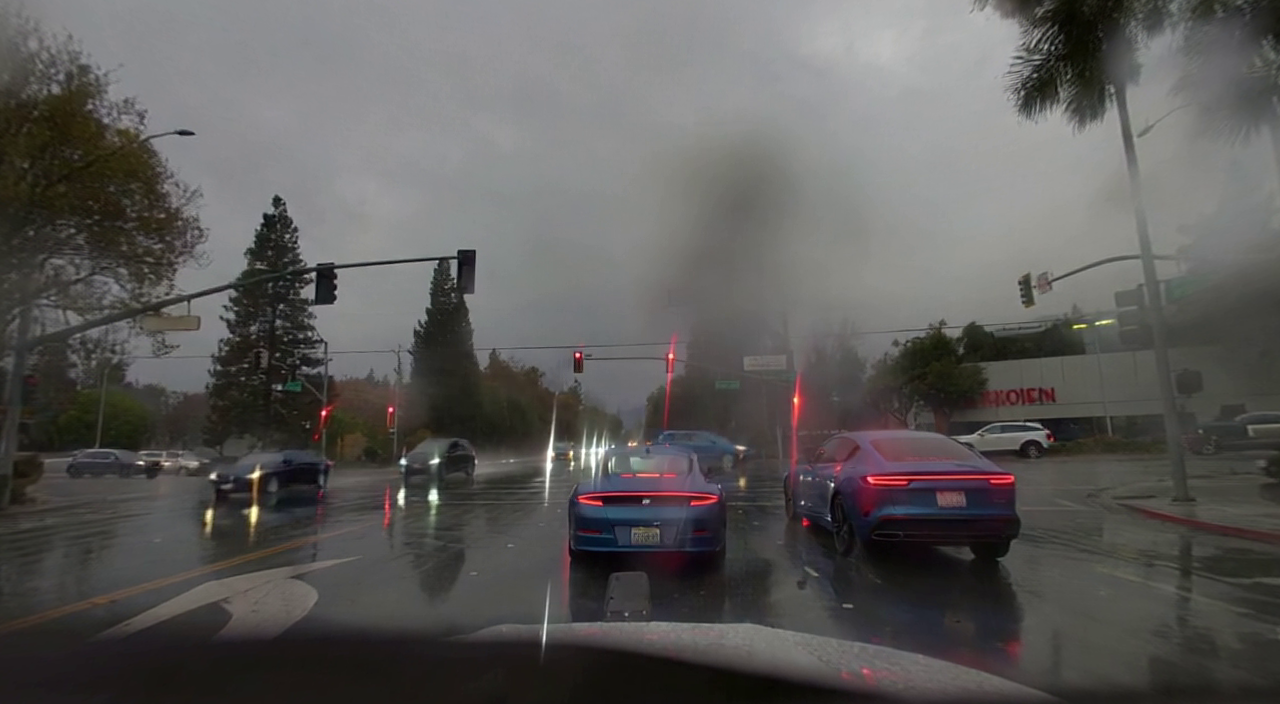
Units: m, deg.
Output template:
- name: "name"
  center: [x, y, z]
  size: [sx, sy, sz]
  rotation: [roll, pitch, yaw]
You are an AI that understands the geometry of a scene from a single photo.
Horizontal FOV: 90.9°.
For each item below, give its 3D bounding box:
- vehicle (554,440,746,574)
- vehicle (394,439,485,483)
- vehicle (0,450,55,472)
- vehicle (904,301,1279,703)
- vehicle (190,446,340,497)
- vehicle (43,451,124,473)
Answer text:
- name: "vehicle"
  center: [0.123, 1.868, 8.394]
  size: [1.945, 1.343, 3.827]
  rotation: [0, -8, 1]
- name: "vehicle"
  center: [-8.215, 4.503, 26.368]
  size: [2.091, 1.651, 4.870]
  rotation: [0, -8, 2]
- name: "vehicle"
  center: [-46.169, 7.959, 46.166]
  size: [4.545, 1.558, 1.833]
  rotation: [0, -8, -4]
- name: "vehicle"
  center: [3.112, 0.802, 2.526]
  size: [2.143, 1.759, 4.531]
  rotation: [0, -8, 0]
- name: "vehicle"
  center: [-11.950, 3.809, 20.527]
  size: [2.053, 1.436, 4.494]
  rotation: [0, -8, 1]
- name: "vehicle"
  center: [-41.286, 8.159, 46.796]
  size: [4.195, 1.533, 1.752]
  rotation: [0, -8, -3]
